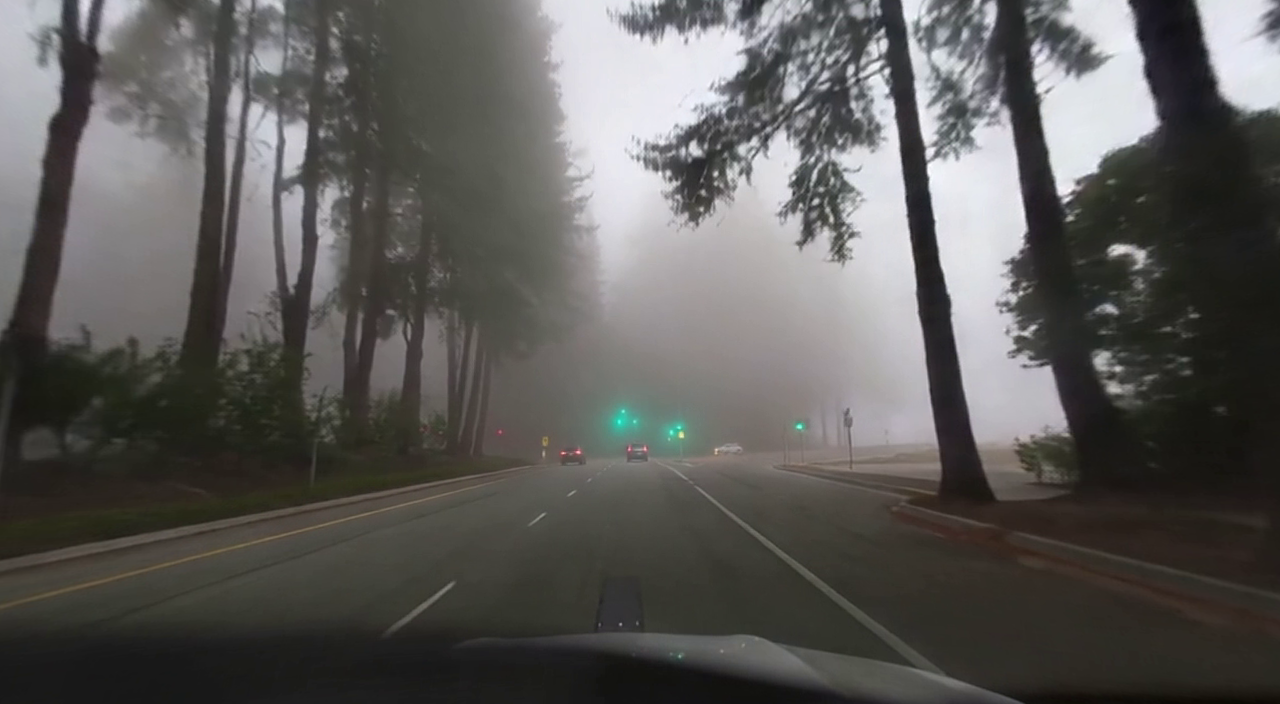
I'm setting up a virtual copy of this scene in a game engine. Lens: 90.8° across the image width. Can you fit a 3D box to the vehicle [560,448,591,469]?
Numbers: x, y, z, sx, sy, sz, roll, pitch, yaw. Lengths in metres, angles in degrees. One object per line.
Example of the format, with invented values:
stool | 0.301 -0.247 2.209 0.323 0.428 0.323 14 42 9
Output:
vehicle | -4.476 7.416 44.270 1.674 1.408 4.141 0 -8 1
